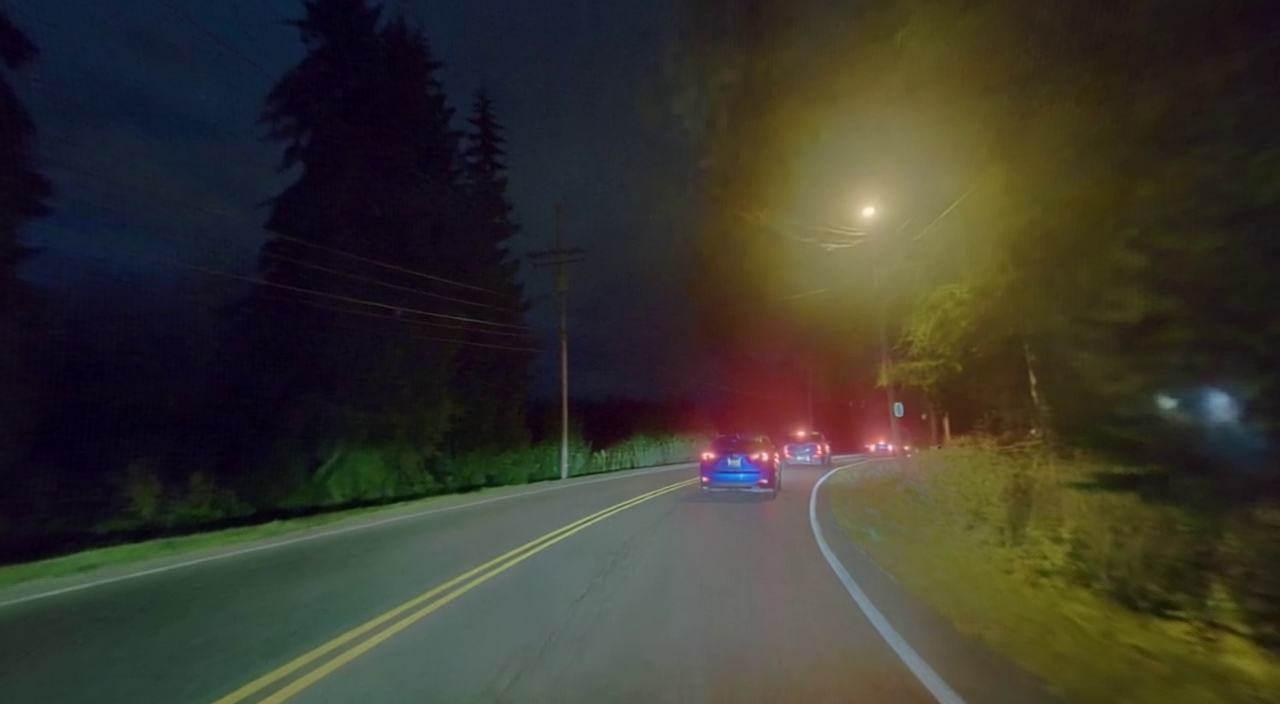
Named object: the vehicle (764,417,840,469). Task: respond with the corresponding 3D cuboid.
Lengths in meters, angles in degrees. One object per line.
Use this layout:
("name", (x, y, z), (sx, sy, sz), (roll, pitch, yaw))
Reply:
("vehicle", (7.703, 4.282, 29.440), (2.376, 2.145, 5.953), (-4, -9, 24))

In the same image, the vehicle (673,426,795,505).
("vehicle", (2.375, 2.609, 14.922), (2.157, 1.565, 4.243), (-3, -9, 18))
